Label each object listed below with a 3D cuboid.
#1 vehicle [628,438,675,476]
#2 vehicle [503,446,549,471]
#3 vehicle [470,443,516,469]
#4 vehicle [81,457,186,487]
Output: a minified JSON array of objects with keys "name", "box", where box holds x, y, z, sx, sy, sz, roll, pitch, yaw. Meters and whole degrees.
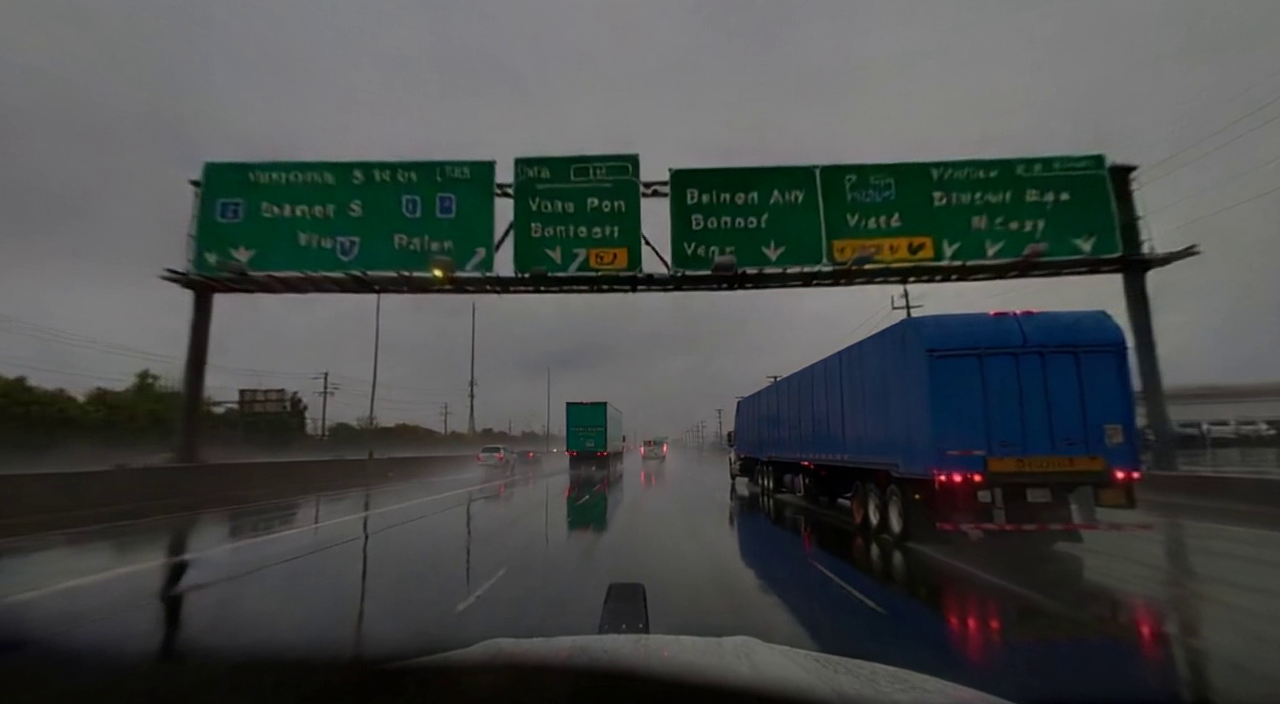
[{"name":"vehicle","box":[0.599,5.482,33.243,2.279,1.837,4.747,0,-8,1]},{"name":"vehicle","box":[-6.980,6.541,39.017,1.945,1.482,4.109,0,-8,1]},{"name":"vehicle","box":[-10.101,7.165,43.650,1.997,1.692,4.294,0,-8,1]},{"name":"vehicle","box":[-29.999,7.112,37.634,1.907,1.547,5.225,0,-8,1]}]
